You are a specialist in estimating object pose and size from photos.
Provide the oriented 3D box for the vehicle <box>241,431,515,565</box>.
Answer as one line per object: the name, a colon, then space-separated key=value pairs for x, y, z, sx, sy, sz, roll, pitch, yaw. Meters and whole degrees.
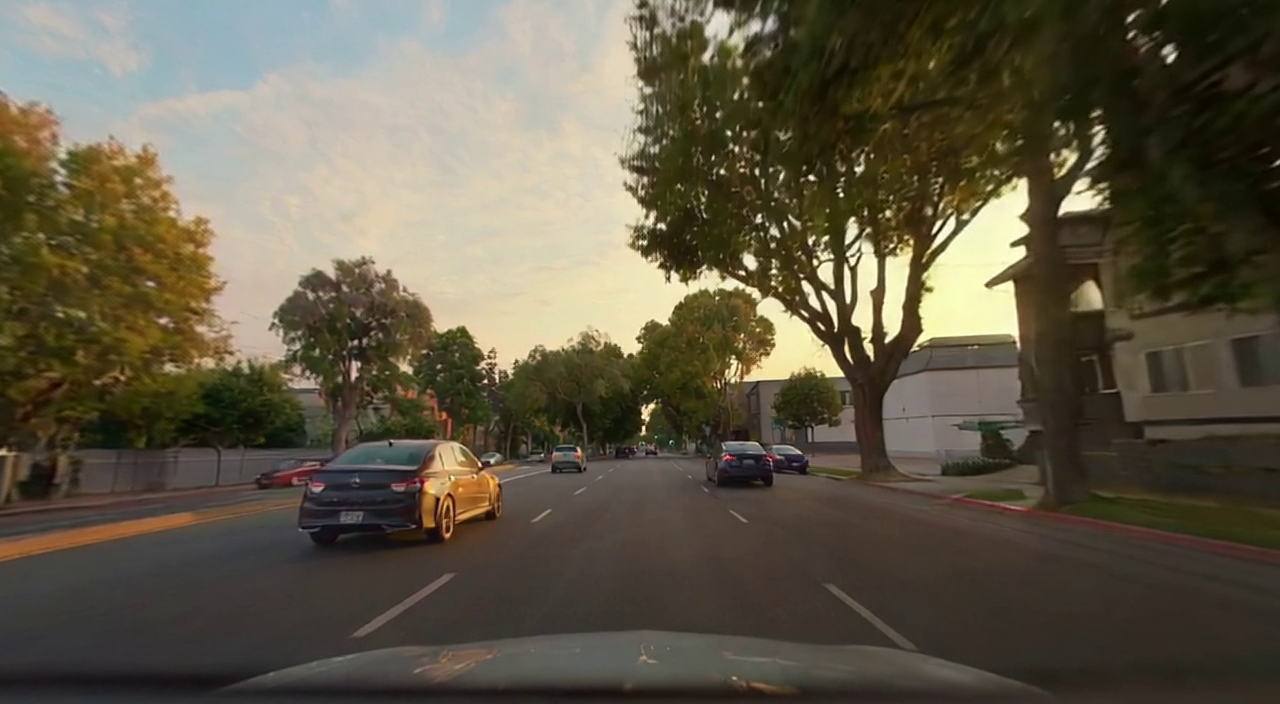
vehicle: x=-3.376 y=1.972 z=9.299 sx=2.053 sy=1.480 sz=4.381 roll=0 pitch=-9 yaw=2

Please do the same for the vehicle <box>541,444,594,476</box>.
vehicle: x=-3.536 y=5.367 z=31.612 sx=1.988 sy=1.497 sz=4.404 roll=0 pitch=-9 yaw=2

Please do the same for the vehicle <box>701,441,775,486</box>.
vehicle: x=3.505 y=4.103 z=23.496 sx=2.010 sy=1.486 sz=4.498 roll=0 pitch=-9 yaw=0

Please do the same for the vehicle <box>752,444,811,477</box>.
vehicle: x=6.745 y=5.214 z=30.484 sx=1.912 sy=1.433 sz=4.265 roll=0 pitch=-9 yaw=0
